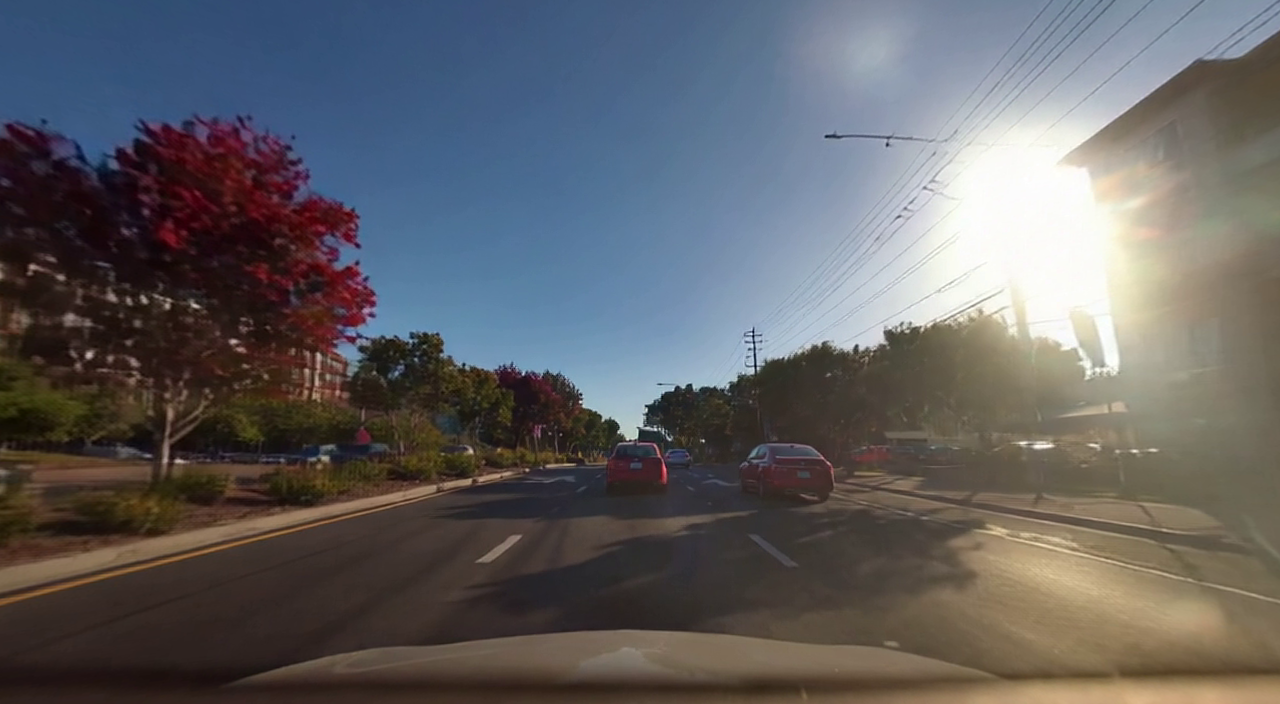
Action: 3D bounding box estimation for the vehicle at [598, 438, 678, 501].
[{"bbox_3d":[-0.093,3.369,18.539,2.073,1.606,3.933,0,-8,-1],"label":"vehicle"}]

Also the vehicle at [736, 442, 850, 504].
[{"bbox_3d":[4.199,3.387,18.140,2.086,1.534,4.351,0,-8,-1],"label":"vehicle"}]

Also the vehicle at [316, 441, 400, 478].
[{"bbox_3d":[-13.625,5.192,30.864,1.982,1.639,4.553,0,-8,0],"label":"vehicle"}]

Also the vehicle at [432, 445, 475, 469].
[{"bbox_3d":[-14.388,8.104,49.082,2.064,1.745,4.495,0,-8,-1],"label":"vehicle"}]

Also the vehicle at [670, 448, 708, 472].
[{"bbox_3d":[3.147,7.044,41.545,2.054,1.461,4.321,0,-8,-1],"label":"vehicle"}]
